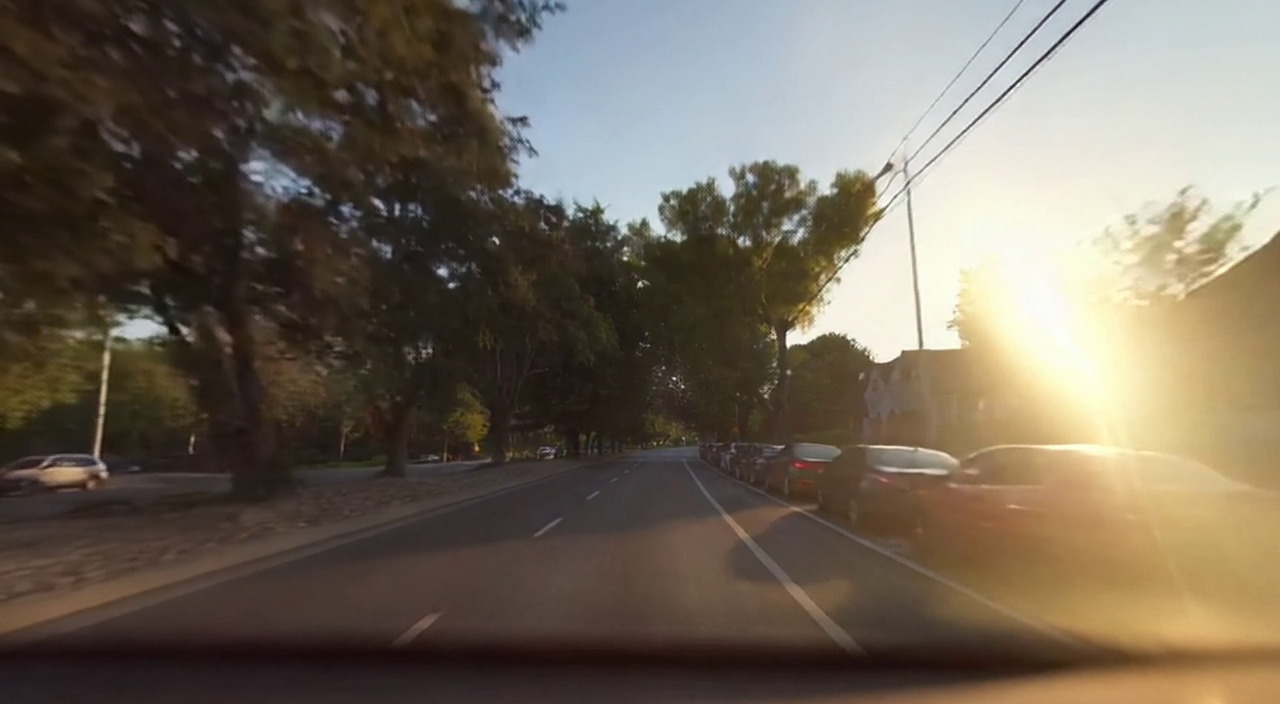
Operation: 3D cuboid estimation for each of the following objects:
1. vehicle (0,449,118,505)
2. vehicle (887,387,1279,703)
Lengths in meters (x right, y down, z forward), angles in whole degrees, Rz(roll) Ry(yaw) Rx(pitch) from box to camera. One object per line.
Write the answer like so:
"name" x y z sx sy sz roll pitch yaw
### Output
"vehicle" -23.128 4.704 24.134 2.171 1.745 4.867 -2 -7 1
"vehicle" 4.118 1.345 5.576 1.957 1.657 4.452 0 -9 -2
